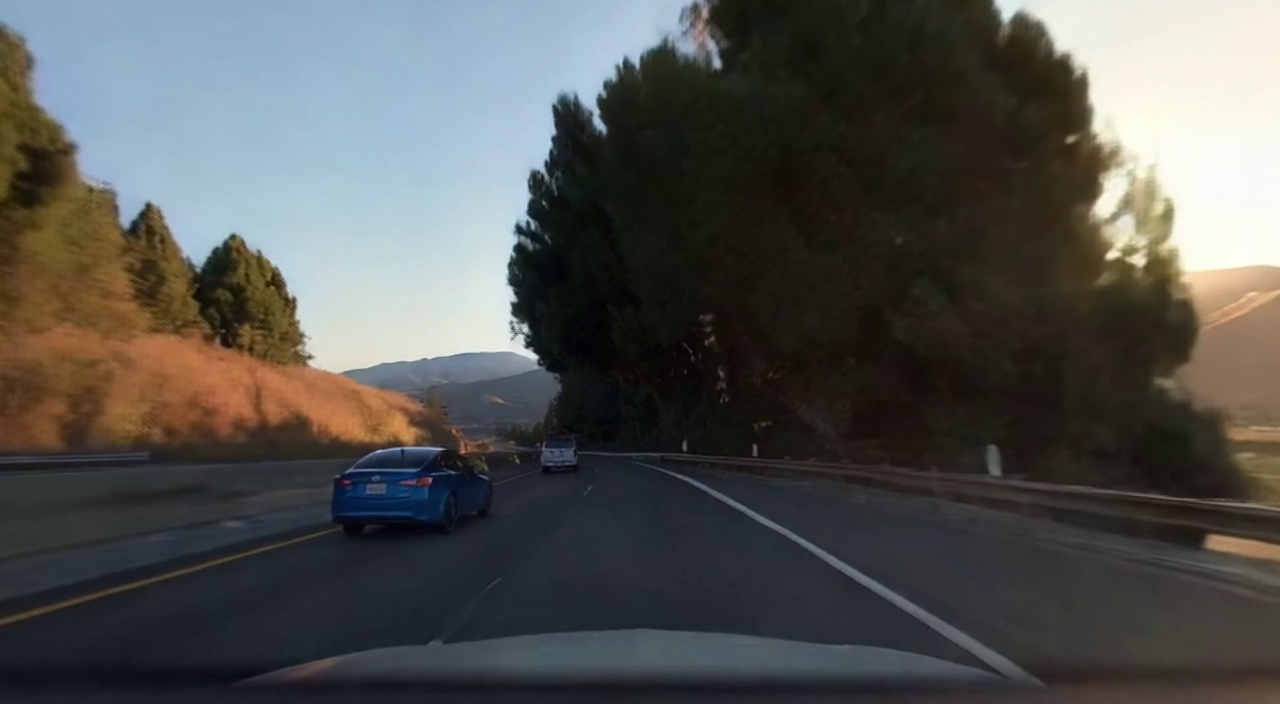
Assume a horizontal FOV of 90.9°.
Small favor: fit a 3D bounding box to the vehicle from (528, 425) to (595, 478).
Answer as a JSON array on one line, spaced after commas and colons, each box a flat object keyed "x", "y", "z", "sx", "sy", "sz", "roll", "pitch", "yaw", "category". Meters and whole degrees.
[{"x": -3.471, "y": 4.604, "z": 29.283, "sx": 2.444, "sy": 2.204, "sz": 5.568, "roll": 0, "pitch": -9, "yaw": -1, "category": "vehicle"}]

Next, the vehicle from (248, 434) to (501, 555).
[{"x": -3.887, "y": 2.154, "z": 10.354, "sx": 2.097, "sy": 1.511, "sz": 4.585, "roll": 0, "pitch": -8, "yaw": 1, "category": "vehicle"}]
